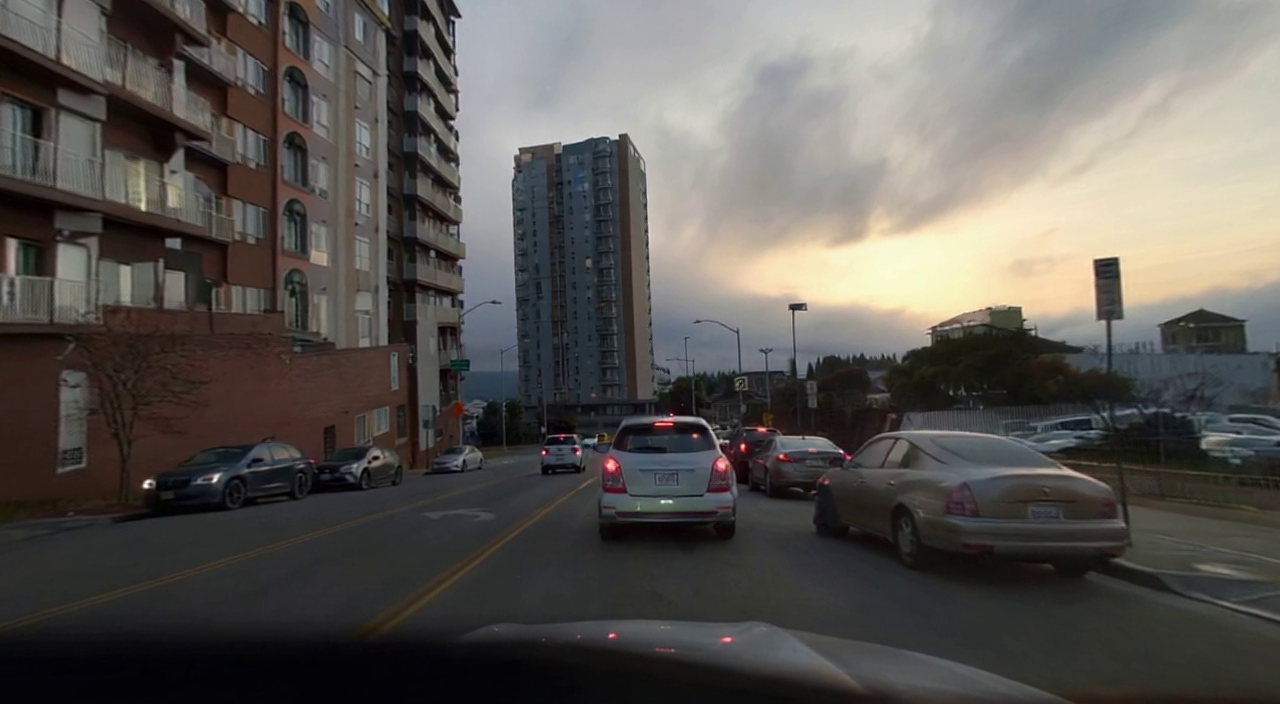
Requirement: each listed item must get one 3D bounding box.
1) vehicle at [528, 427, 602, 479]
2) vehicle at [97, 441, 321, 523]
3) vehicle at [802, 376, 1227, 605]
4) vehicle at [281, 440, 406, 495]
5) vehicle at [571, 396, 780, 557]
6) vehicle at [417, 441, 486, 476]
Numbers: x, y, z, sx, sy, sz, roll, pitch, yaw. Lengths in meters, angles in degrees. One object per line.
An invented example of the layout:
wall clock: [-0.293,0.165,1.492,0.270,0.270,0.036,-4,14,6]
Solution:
vehicle: [-2.690,3.747,23.556,2.219,1.746,4.197,0,-8,0]
vehicle: [-9.434,2.834,14.378,2.002,1.546,4.339,0,-8,1]
vehicle: [3.605,1.446,7.425,2.158,1.828,4.573,0,-8,0]
vehicle: [-9.363,3.651,20.380,1.955,1.555,4.424,0,-8,-2]
vehicle: [0.403,1.664,8.972,2.261,1.740,4.065,0,-9,1]
vehicle: [-9.015,5.137,30.579,1.998,1.547,4.826,0,-9,-2]
